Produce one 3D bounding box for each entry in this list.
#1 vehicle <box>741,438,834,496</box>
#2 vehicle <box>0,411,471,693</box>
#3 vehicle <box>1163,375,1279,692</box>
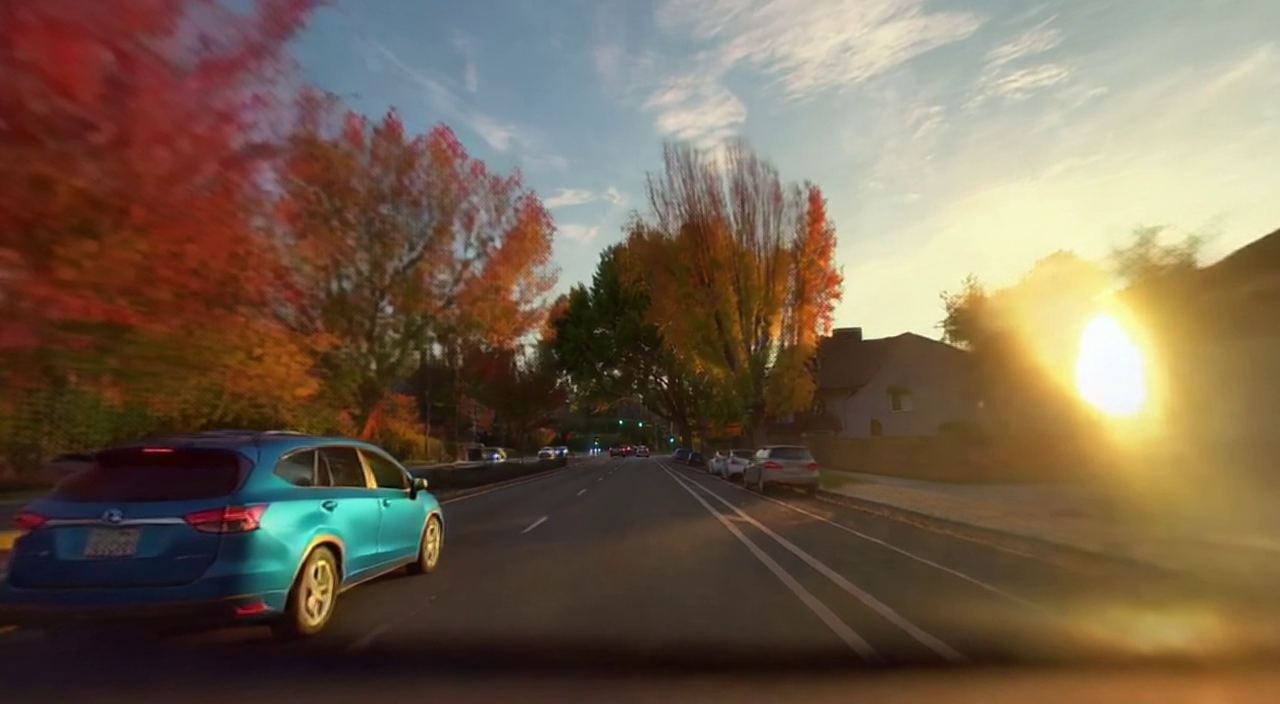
[{"bbox_3d":[4.794,3.815,21.179,2.014,1.700,4.369,1,-9,-1],"label":"vehicle"},{"bbox_3d":[-3.168,1.414,5.669,1.982,1.478,4.465,0,-9,1],"label":"vehicle"},{"bbox_3d":[4.698,0.710,1.463,2.164,1.793,5.671,0,-9,1],"label":"vehicle"}]
